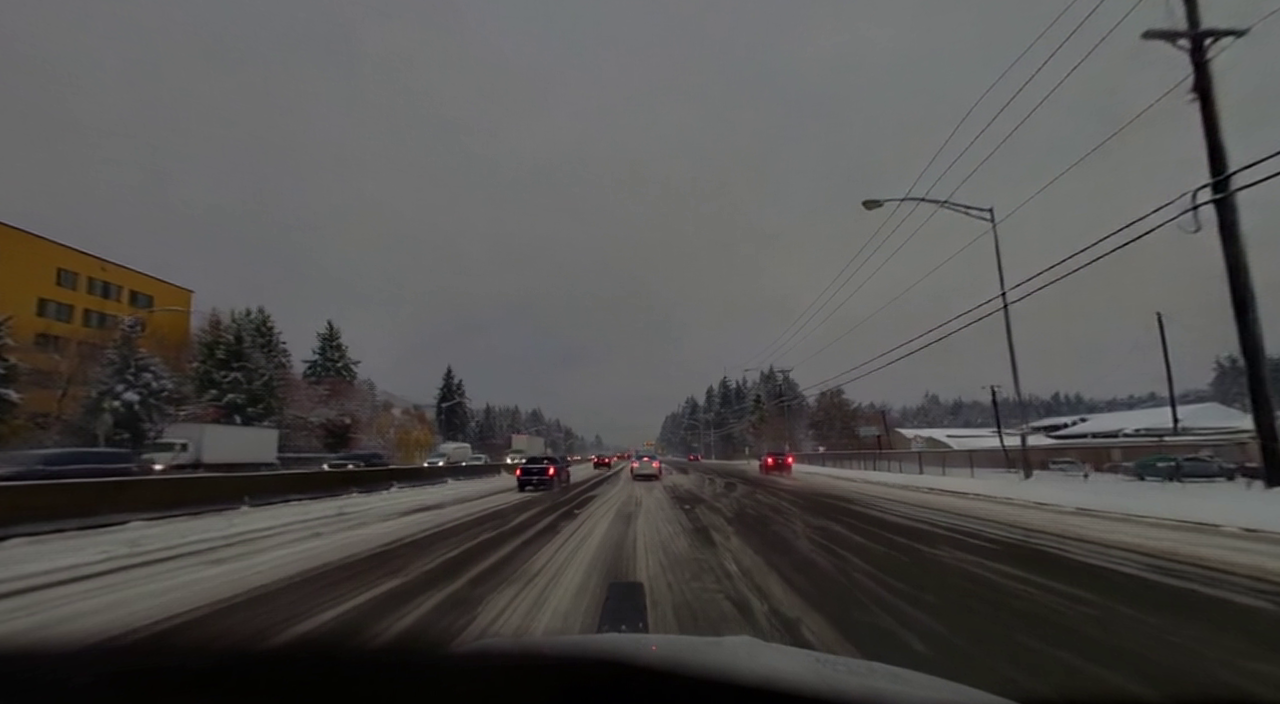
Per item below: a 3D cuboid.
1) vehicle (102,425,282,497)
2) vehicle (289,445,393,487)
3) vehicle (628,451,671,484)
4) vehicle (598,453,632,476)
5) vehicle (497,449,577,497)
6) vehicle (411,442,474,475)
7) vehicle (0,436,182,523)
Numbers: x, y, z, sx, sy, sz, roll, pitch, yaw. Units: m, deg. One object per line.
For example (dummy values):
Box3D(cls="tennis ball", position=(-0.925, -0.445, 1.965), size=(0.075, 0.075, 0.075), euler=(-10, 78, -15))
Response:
Box3D(cls="vehicle", position=(-16.847, 4.115, 24.372), size=(2.289, 2.356, 6.251), euler=(-1, -8, 1))
Box3D(cls="vehicle", position=(-12.505, 4.772, 26.794), size=(2.037, 1.574, 4.757), euler=(-1, -8, 1))
Box3D(cls="vehicle", position=(0.505, 5.939, 32.763), size=(2.107, 1.538, 3.999), euler=(-1, -8, 1))
Box3D(cls="vehicle", position=(-1.745, 8.024, 45.343), size=(2.034, 1.466, 4.363), euler=(-1, -8, 4))
Box3D(cls="vehicle", position=(-3.644, 4.362, 23.169), size=(2.059, 1.508, 4.662), euler=(-1, -8, 1))
Box3D(cls="vehicle", position=(-12.599, 6.794, 40.663), size=(2.133, 1.970, 5.950), euler=(-1, -8, 0))
Box3D(cls="vehicle", position=(-12.457, 2.600, 13.446), size=(1.991, 1.537, 4.464), euler=(0, -8, 0))
